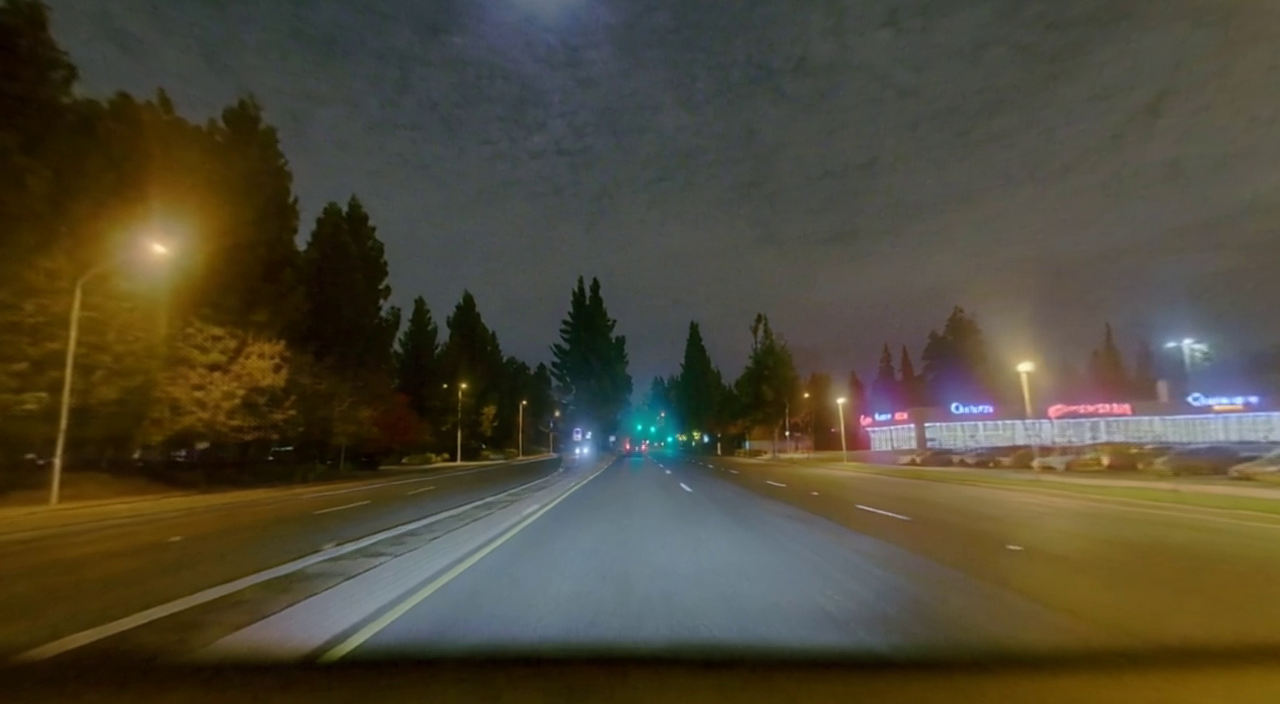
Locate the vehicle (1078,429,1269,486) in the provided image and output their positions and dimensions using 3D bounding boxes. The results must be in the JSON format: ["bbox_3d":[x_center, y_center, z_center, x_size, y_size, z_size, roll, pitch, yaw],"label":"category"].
[{"bbox_3d":[18.856,3.743,22.525,4.739,1.916,2.136,0,-8,1],"label":"vehicle"}]

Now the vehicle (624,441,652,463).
[{"bbox_3d":[-0.163,7.865,49.784,2.095,1.647,4.205,0,-8,-1],"label":"vehicle"}]

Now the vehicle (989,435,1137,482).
[{"bbox_3d":[18.391,4.644,27.650,4.904,1.924,2.095,1,-8,-1],"label":"vehicle"}]
